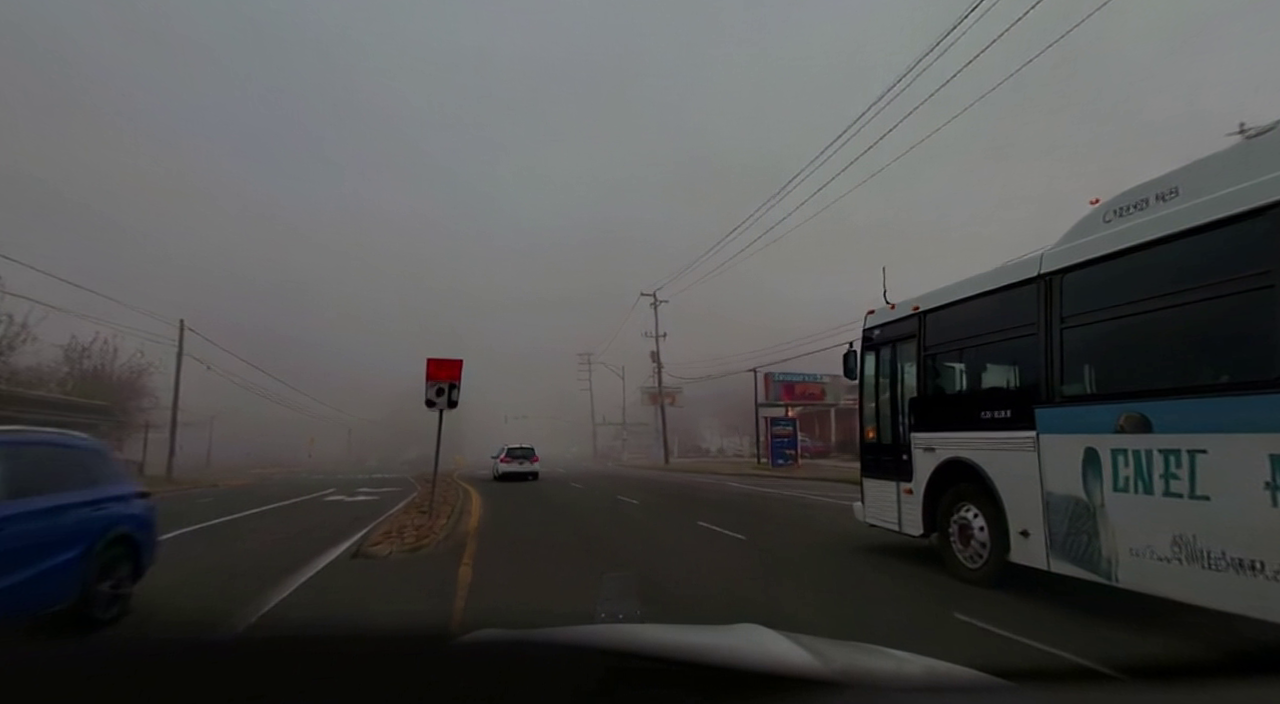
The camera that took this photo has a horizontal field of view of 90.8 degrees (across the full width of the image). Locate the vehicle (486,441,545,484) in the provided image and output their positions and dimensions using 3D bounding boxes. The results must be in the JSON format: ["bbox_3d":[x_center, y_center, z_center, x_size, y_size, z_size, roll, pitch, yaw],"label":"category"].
[{"bbox_3d":[-5.341,4.619,26.725,2.032,1.621,4.082,2,-9,-17],"label":"vehicle"}]

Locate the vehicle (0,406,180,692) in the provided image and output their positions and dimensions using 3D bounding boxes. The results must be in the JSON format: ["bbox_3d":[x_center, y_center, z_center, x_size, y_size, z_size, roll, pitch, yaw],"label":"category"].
[{"bbox_3d":[-4.631,1.089,3.287,2.060,1.624,4.179,2,-9,-13],"label":"vehicle"}]

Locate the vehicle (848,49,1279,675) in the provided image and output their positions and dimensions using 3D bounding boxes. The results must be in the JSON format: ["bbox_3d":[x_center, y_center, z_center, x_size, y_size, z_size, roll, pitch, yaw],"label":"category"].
[{"bbox_3d":[5.073,-0.093,2.526,3.028,3.353,12.630,1,-9,-6],"label":"vehicle"}]
